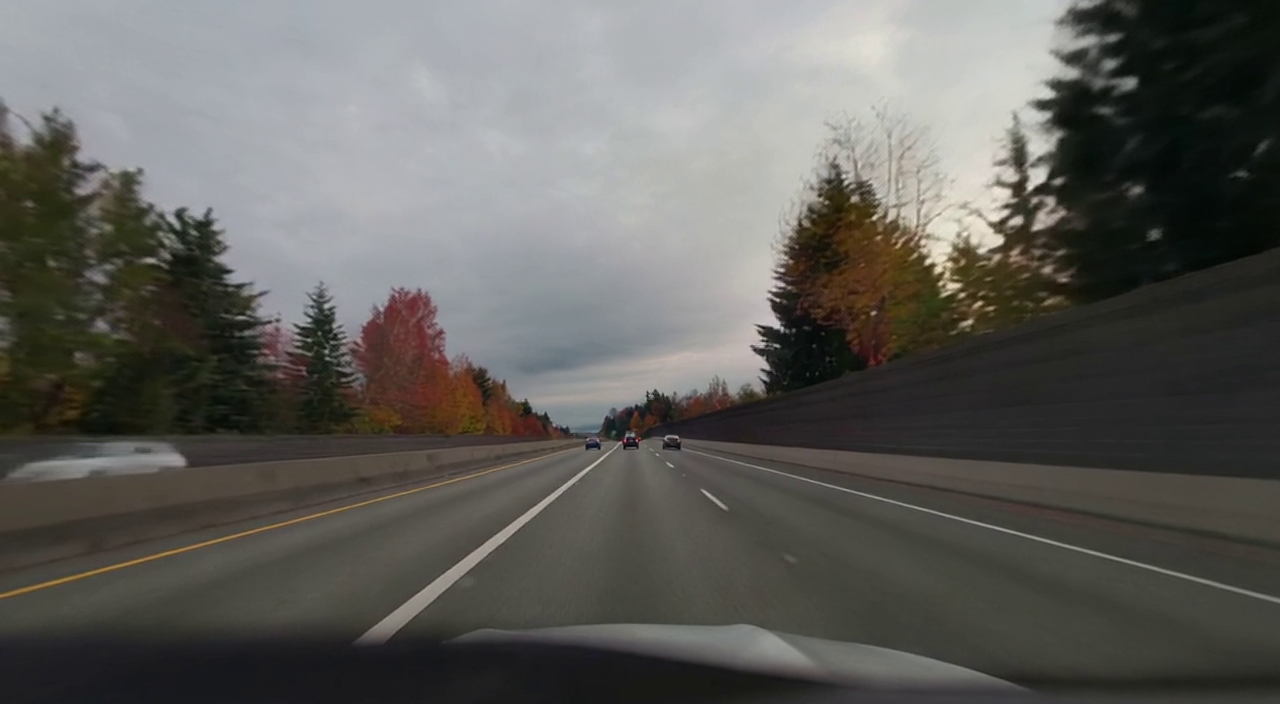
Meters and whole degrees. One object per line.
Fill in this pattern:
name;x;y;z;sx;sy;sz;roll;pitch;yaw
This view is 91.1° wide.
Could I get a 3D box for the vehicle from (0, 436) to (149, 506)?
vehicle;-16.388;3.206;17.551;1.958;1.710;4.234;0;-8;-1
